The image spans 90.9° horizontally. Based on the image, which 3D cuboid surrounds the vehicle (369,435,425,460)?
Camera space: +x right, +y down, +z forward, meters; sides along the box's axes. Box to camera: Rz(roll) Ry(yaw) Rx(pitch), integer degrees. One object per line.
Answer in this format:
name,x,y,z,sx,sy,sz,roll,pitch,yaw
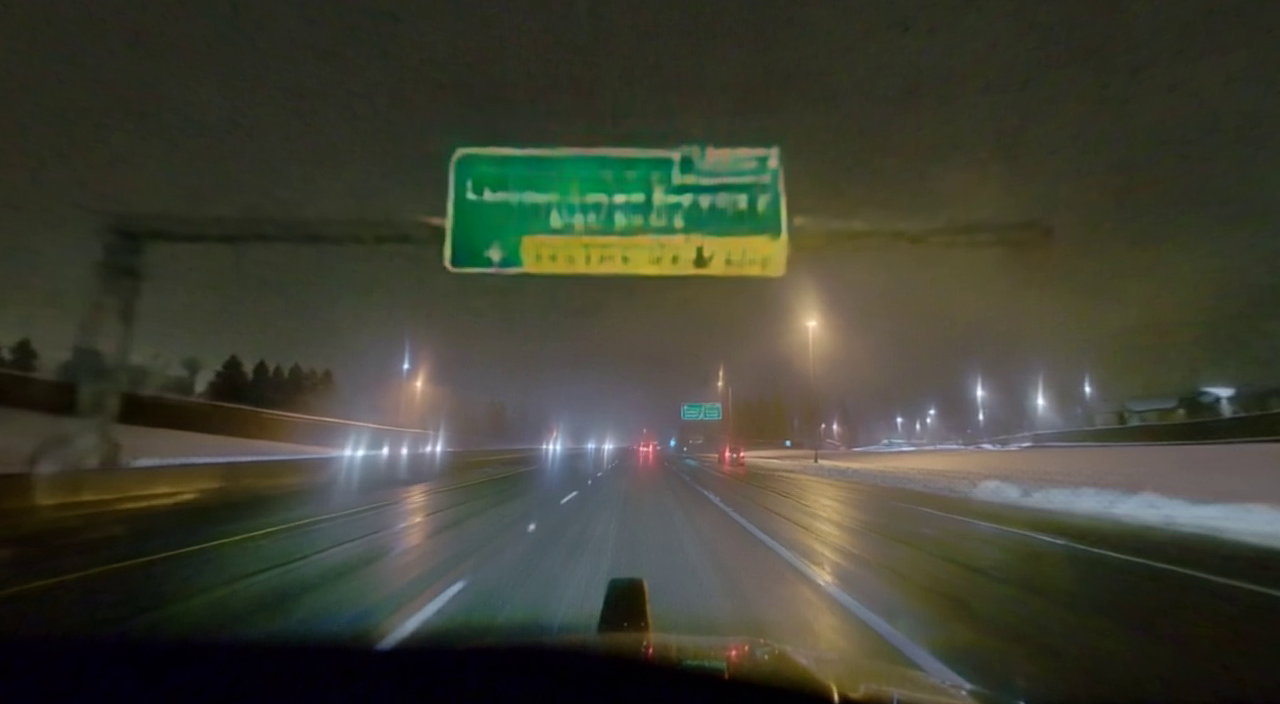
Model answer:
vehicle,-18.396,7.265,48.019,2.174,1.723,5.143,0,-8,0
